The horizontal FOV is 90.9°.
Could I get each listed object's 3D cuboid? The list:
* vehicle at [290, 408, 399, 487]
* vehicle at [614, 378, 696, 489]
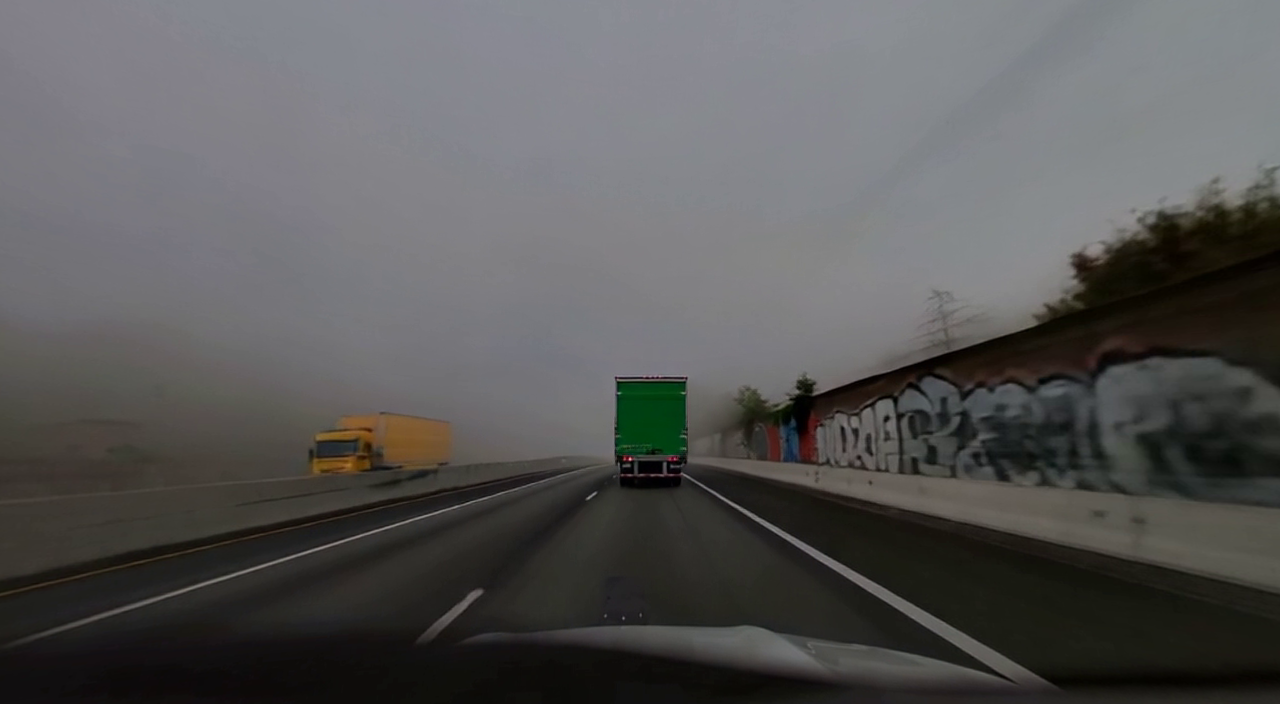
[{"bbox_3d":[-16.064,5.296,34.825,3.009,3.980,5.790,0,-9,1],"label":"vehicle"},{"bbox_3d":[0.435,3.677,27.572,2.900,3.955,10.151,0,-9,-1],"label":"vehicle"}]
